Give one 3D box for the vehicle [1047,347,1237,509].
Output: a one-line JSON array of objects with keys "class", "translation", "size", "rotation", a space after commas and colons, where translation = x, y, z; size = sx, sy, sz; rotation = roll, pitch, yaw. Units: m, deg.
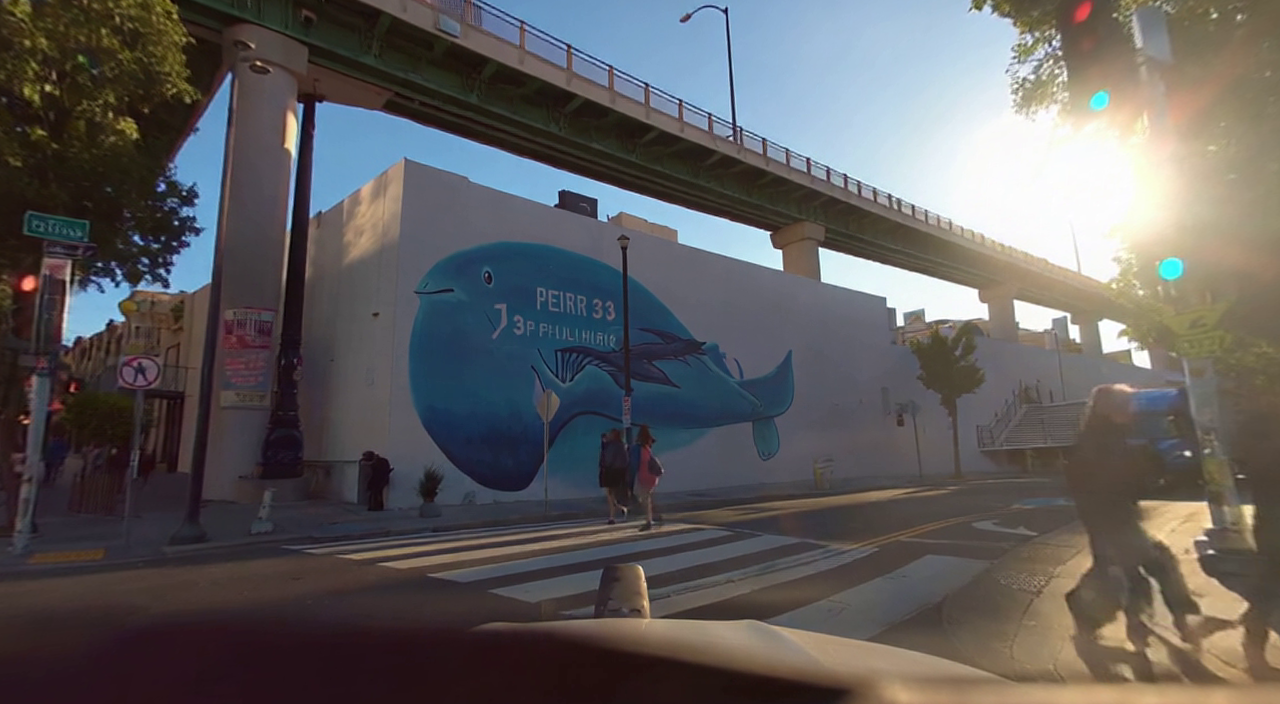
[{"class": "vehicle", "translation": [15.799, 2.419, 19.399], "size": [9.347, 3.893, 2.849], "rotation": [7, -11, -42]}]
